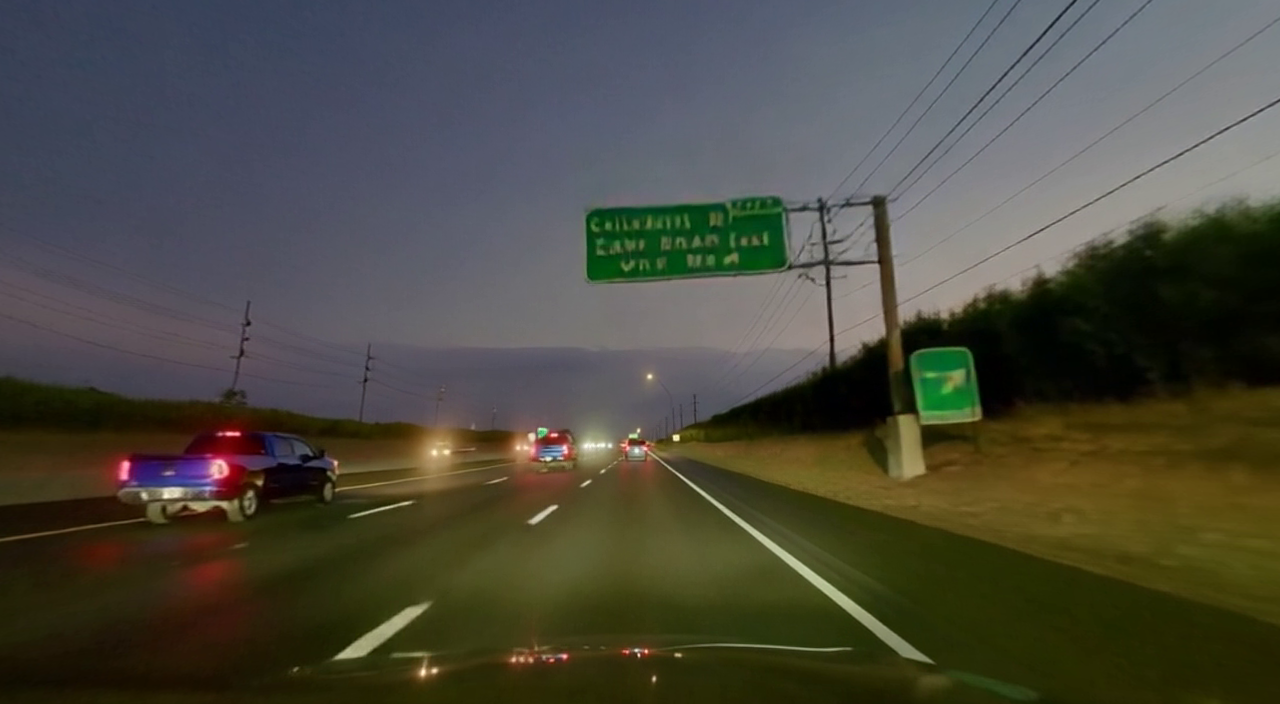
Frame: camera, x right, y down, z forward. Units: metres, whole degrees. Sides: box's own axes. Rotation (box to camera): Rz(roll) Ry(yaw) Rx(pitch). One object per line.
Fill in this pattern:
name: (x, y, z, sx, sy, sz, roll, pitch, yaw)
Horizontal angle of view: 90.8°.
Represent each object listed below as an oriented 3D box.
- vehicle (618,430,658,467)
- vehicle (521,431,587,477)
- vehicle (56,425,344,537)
vehicle: (-0.117, 6.098, 40.028, 2.358, 2.144, 4.713, -1, -9, 0)
vehicle: (-3.718, 4.535, 28.180, 2.204, 1.812, 5.289, 0, -9, 0)
vehicle: (-7.477, 2.218, 11.481, 2.013, 1.609, 4.446, -1, -9, 0)
